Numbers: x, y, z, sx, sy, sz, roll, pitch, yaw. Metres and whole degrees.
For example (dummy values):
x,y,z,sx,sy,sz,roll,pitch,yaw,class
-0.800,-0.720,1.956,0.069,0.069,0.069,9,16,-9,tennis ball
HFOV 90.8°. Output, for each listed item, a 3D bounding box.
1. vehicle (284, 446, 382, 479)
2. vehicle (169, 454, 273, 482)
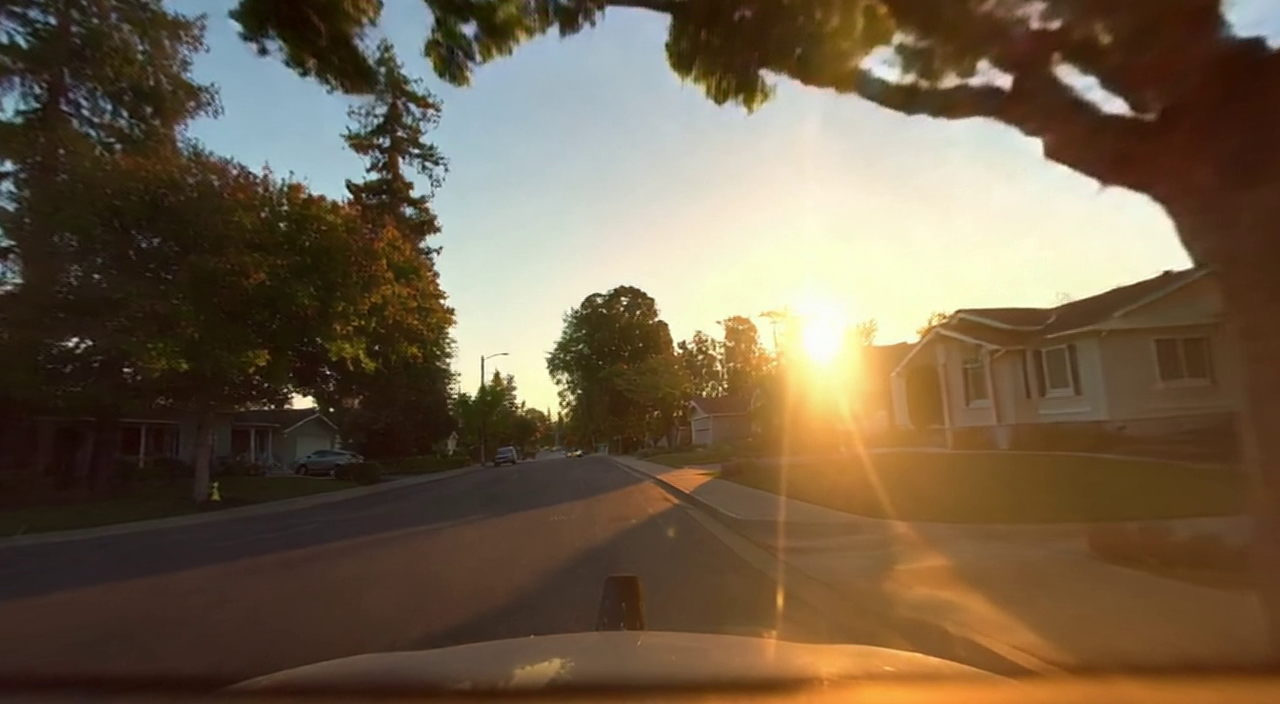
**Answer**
x,y,z,sx,sy,sz,roll,pitch,yaw,class
-17.549,6.326,36.308,4.559,1.745,1.918,1,-9,-6,vehicle
-23.897,6.616,36.170,4.531,1.470,1.855,0,-9,-3,vehicle
